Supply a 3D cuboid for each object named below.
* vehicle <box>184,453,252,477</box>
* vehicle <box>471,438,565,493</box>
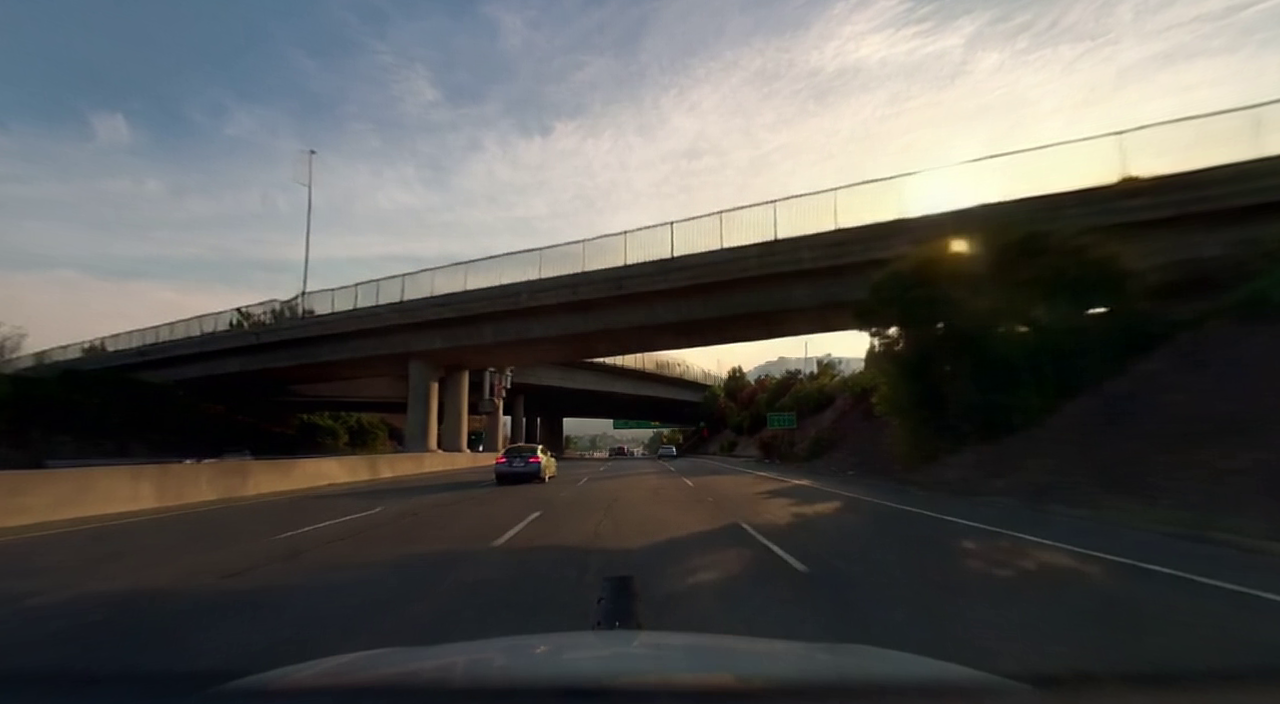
[{"bbox_3d":[-28.360,7.582,42.616,1.832,1.468,4.082,0,-9,-2],"label":"vehicle"},{"bbox_3d":[-3.667,3.509,19.830,2.037,1.514,4.335,0,-9,1],"label":"vehicle"}]
